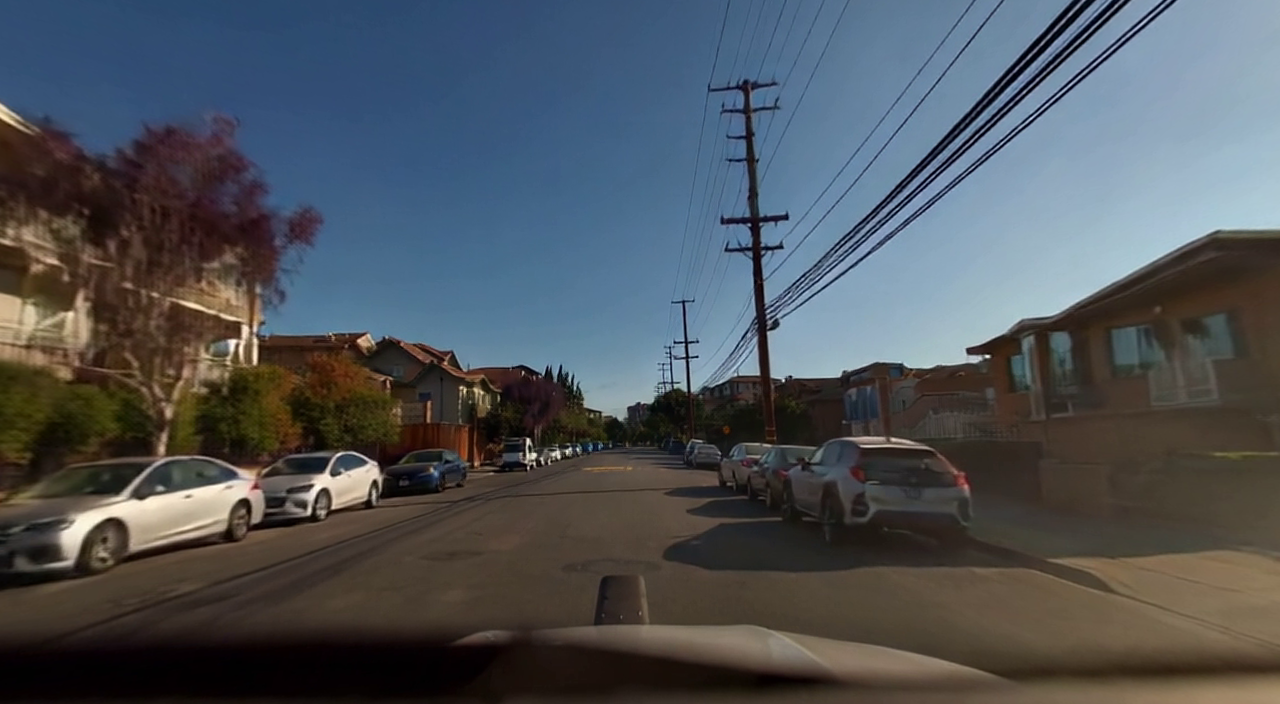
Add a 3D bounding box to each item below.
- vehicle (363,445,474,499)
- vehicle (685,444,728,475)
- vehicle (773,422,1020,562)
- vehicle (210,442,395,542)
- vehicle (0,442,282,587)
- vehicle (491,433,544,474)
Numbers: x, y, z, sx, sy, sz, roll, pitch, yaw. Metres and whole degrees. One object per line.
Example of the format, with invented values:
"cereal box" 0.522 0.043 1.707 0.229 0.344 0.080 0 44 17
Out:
"vehicle" -7.523 4.069 22.028 2.145 1.488 4.646 -3 -7 1
"vehicle" 3.684 6.025 35.746 1.925 1.634 4.419 0 -8 0
"vehicle" 3.640 2.069 10.124 2.095 1.694 4.592 0 -9 1
"vehicle" -7.663 3.115 14.961 1.981 1.651 4.683 -5 -6 -3
"vehicle" -7.810 2.311 9.730 1.917 1.618 4.825 -2 -10 -2
"vehicle" -7.694 6.404 40.295 2.351 2.251 5.856 -2 -8 -2
